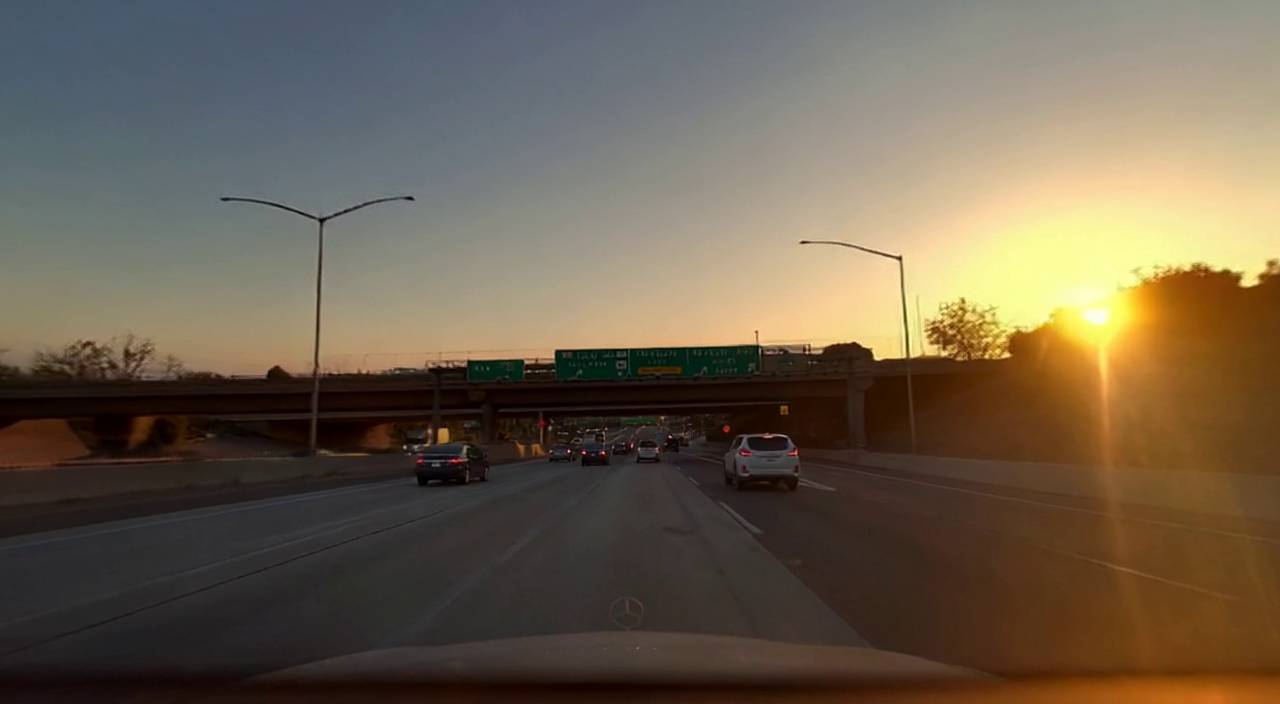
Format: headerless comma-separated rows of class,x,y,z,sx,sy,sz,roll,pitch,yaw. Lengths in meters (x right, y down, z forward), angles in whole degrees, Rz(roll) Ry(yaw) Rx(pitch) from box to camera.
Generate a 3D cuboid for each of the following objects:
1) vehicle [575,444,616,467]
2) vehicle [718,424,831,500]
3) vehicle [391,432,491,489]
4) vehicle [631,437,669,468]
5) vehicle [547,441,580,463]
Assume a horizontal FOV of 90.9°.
vehicle,-2.834,6.707,41.128,2.205,1.406,4.286,0,-8,2
vehicle,3.569,3.016,17.737,2.083,1.823,4.627,0,-8,-1
vehicle,-6.525,3.588,21.169,1.946,1.688,4.019,0,-8,1
vehicle,0.625,6.022,38.062,2.133,1.739,3.925,0,-8,1
vehicle,-5.917,7.772,49.036,1.992,1.604,3.966,0,-8,1
